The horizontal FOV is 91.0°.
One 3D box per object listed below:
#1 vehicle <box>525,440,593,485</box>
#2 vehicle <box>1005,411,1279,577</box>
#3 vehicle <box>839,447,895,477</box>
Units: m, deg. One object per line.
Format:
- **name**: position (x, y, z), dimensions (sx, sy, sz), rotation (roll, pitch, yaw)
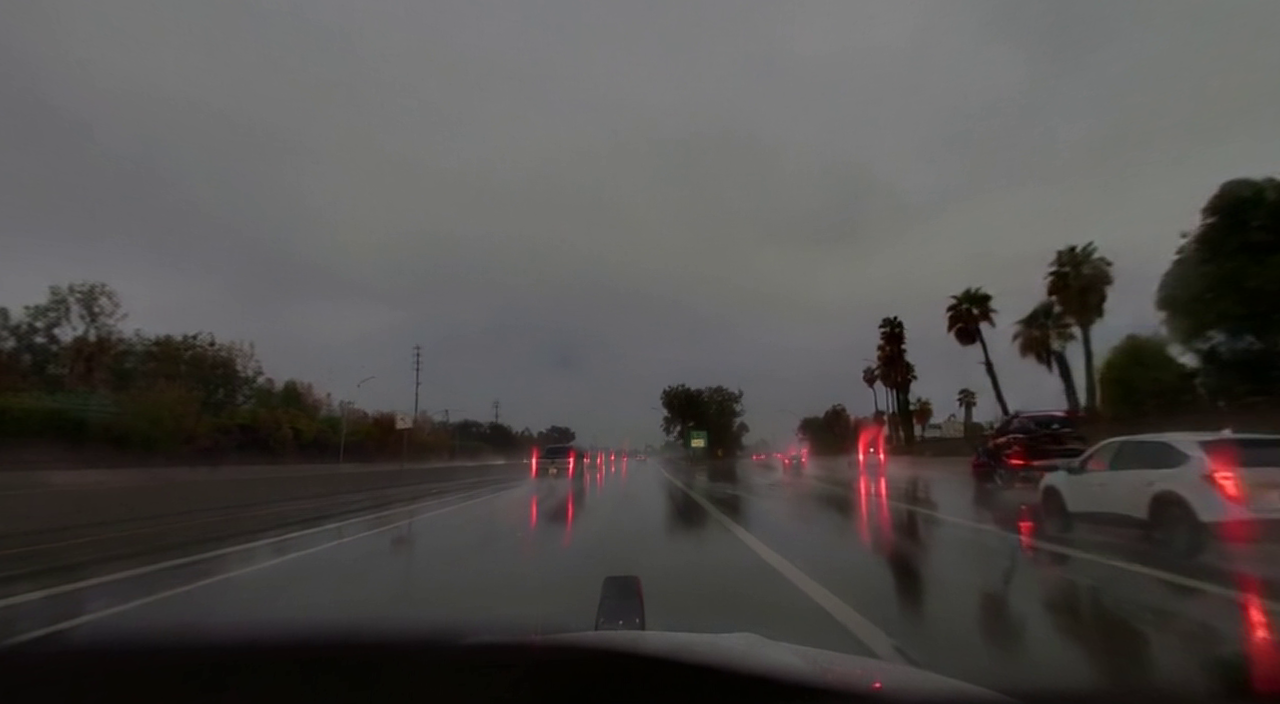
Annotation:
- **vehicle**: position (-3.726, 5.250, 30.195), dimensions (2.420, 1.937, 5.916), rotation (0, -9, 1)
- **vehicle**: position (8.057, 1.940, 9.455), dimensions (2.303, 1.791, 5.247), rotation (-1, -9, 4)
- **vehicle**: position (14.275, 6.941, 39.973), dimensions (1.991, 1.755, 4.836), rotation (-1, -9, 3)
